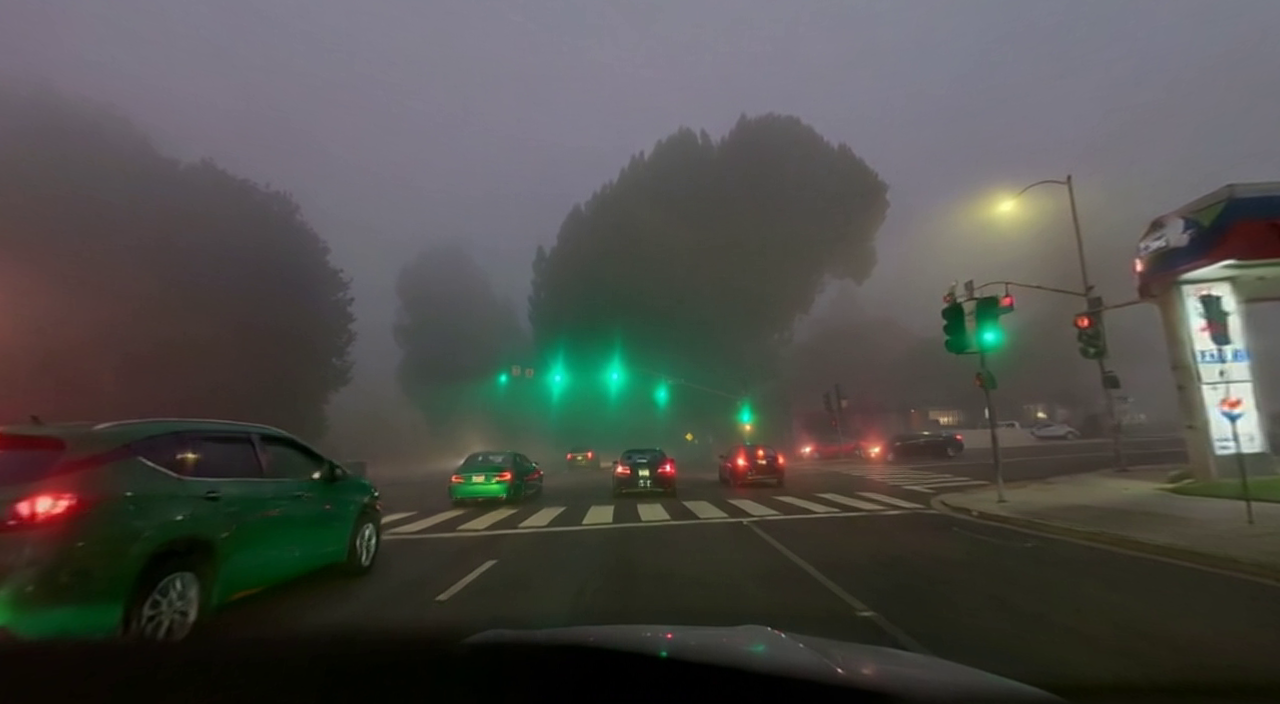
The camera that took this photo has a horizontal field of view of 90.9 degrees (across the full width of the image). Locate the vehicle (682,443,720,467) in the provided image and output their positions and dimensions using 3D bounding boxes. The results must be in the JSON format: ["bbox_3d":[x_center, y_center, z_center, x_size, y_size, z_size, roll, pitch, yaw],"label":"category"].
[{"bbox_3d":[3.993,6.788,41.949,1.942,1.482,4.623,0,-8,-1],"label":"vehicle"}]

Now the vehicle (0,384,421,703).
[{"bbox_3d":[-3.757,1.352,5.404,2.023,1.687,4.874,0,-8,0],"label":"vehicle"}]

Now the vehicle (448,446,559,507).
[{"bbox_3d":[-3.648,3.405,17.787,1.995,1.436,4.500,-1,-8,2],"label":"vehicle"}]

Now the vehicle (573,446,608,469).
[{"bbox_3d":[-3.409,7.340,43.964,1.896,1.501,4.390,-1,-8,3],"label":"vehicle"}]

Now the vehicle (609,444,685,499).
[{"bbox_3d":[0.192,3.459,18.682,1.994,1.433,3.894,0,-8,0],"label":"vehicle"}]

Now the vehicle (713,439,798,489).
[{"bbox_3d":[3.720,3.689,21.150,1.920,1.479,4.548,0,-8,-1],"label":"vehicle"}]
